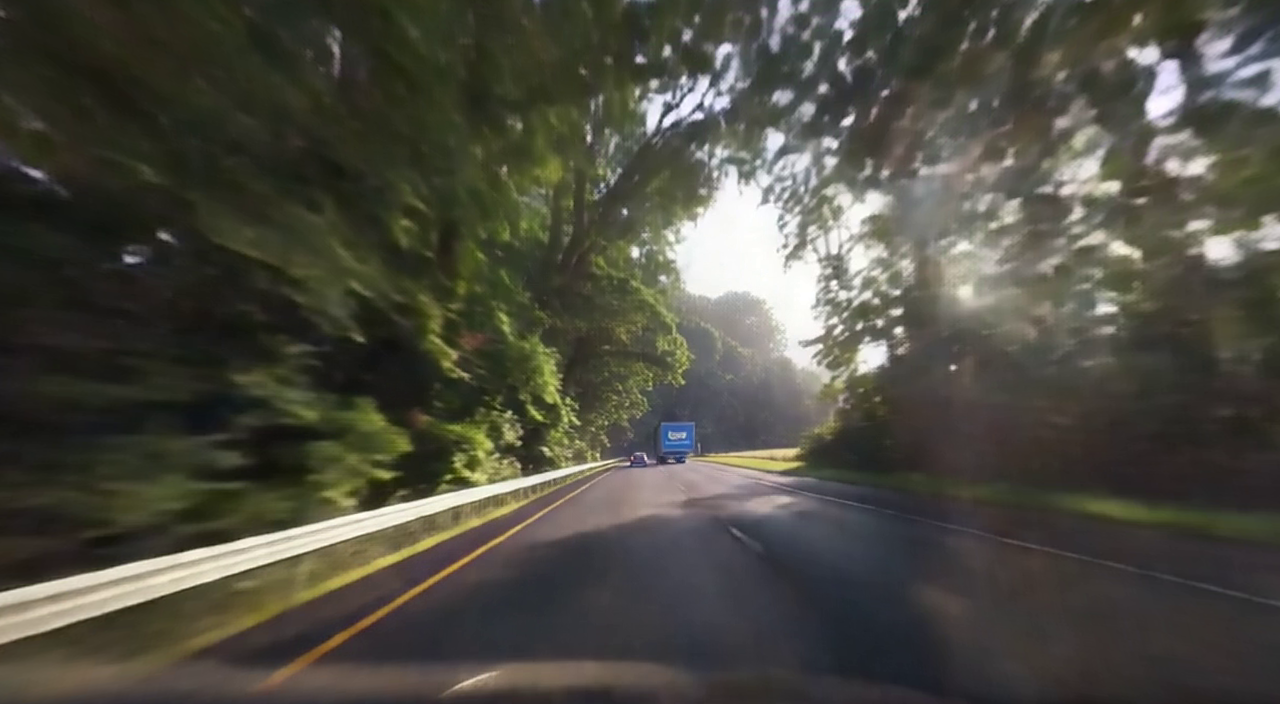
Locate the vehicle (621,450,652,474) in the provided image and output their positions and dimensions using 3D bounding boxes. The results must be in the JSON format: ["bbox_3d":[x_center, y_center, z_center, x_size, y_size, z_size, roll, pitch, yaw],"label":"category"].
[{"bbox_3d":[-0.221,7.546,43.142,2.057,1.528,3.958,-1,-9,0],"label":"vehicle"}]
